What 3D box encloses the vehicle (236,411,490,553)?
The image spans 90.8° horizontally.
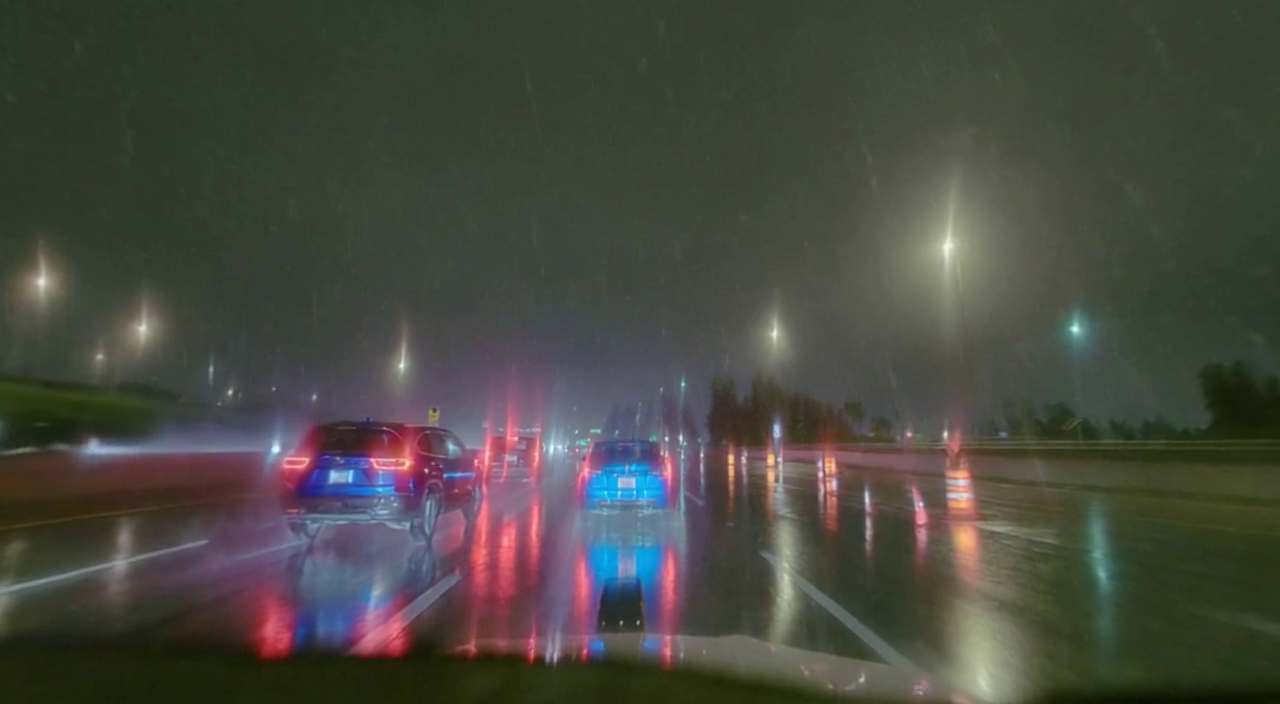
[{"bbox_3d":[-3.854,1.879,9.764,2.025,1.708,4.089,0,-9,0],"label":"vehicle"}]

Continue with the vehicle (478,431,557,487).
[{"bbox_3d":[-4.126,3.680,22.009,1.982,1.727,4.057,0,-9,-1],"label":"vehicle"}]

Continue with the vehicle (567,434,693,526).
[{"bbox_3d":[-0.223,2.392,12.389,2.069,1.484,3.982,0,-9,-2],"label":"vehicle"}]
